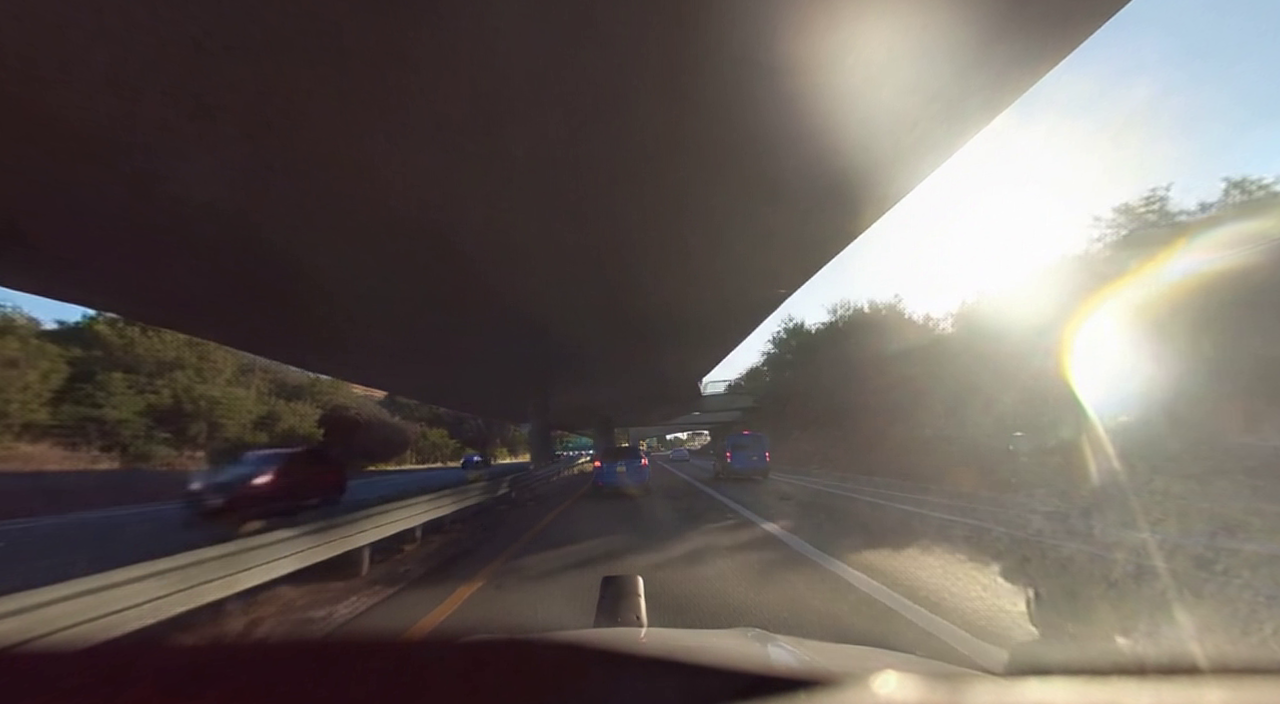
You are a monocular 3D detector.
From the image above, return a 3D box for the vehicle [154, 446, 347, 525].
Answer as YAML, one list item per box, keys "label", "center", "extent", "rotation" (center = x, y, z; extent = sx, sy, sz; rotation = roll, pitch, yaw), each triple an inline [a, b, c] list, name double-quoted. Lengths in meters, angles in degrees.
- label: "vehicle"
  center: [-8.798, 3.004, 14.685]
  extent: [1.851, 1.542, 4.150]
  rotation: [0, -9, 0]

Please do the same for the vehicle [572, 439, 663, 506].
- label: "vehicle"
  center: [-0.516, 3.011, 16.030]
  extent: [2.029, 1.483, 3.769]
  rotation: [0, -9, 0]

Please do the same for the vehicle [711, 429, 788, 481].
- label: "vehicle"
  center: [4.413, 4.280, 26.168]
  extent: [2.261, 1.952, 4.784]
  rotation: [0, -9, -1]
